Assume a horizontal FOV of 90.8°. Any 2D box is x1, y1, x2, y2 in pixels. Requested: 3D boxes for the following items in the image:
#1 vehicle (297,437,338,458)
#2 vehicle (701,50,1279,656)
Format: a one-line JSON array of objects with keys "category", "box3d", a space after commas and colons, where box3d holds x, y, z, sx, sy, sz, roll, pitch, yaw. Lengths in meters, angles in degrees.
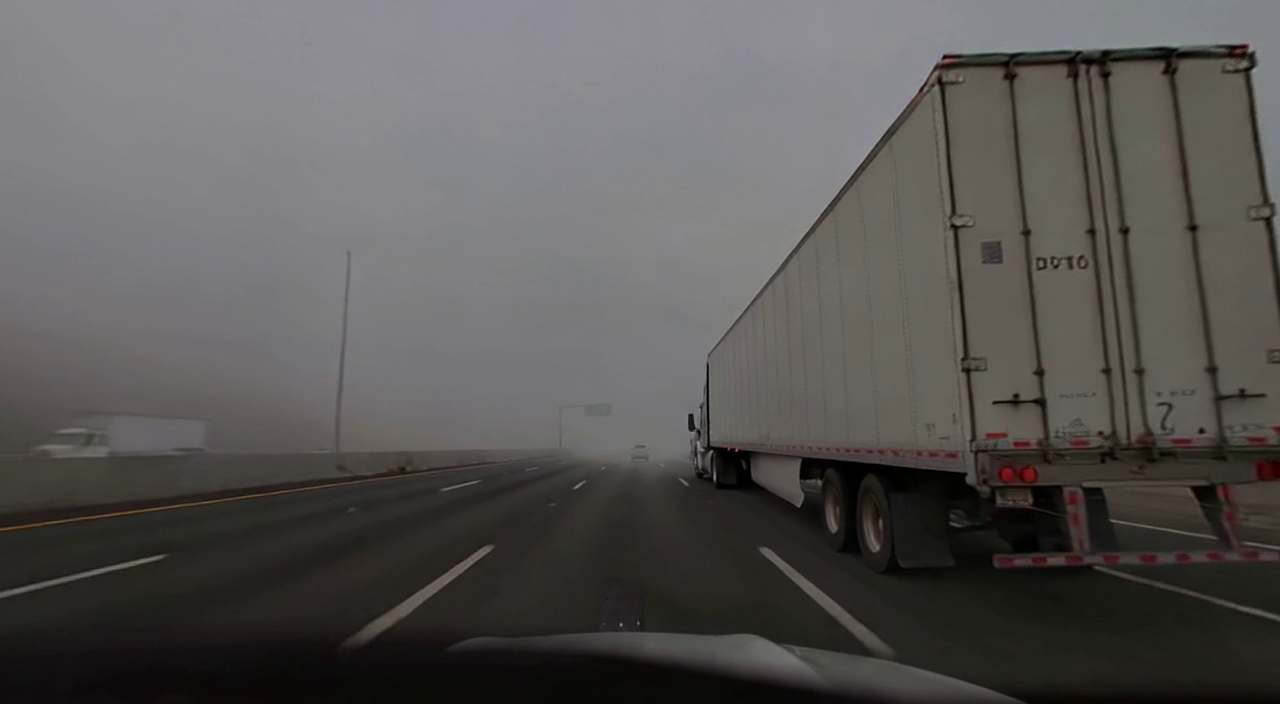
[{"category": "vehicle", "box3d": [-25.388, 7.573, 49.834, 1.528, 1.370, 3.394, -1, -12, -1]}, {"category": "vehicle", "box3d": [3.498, 1.094, 12.410, 2.743, 4.160, 16.408, 0, -9, -1]}]
